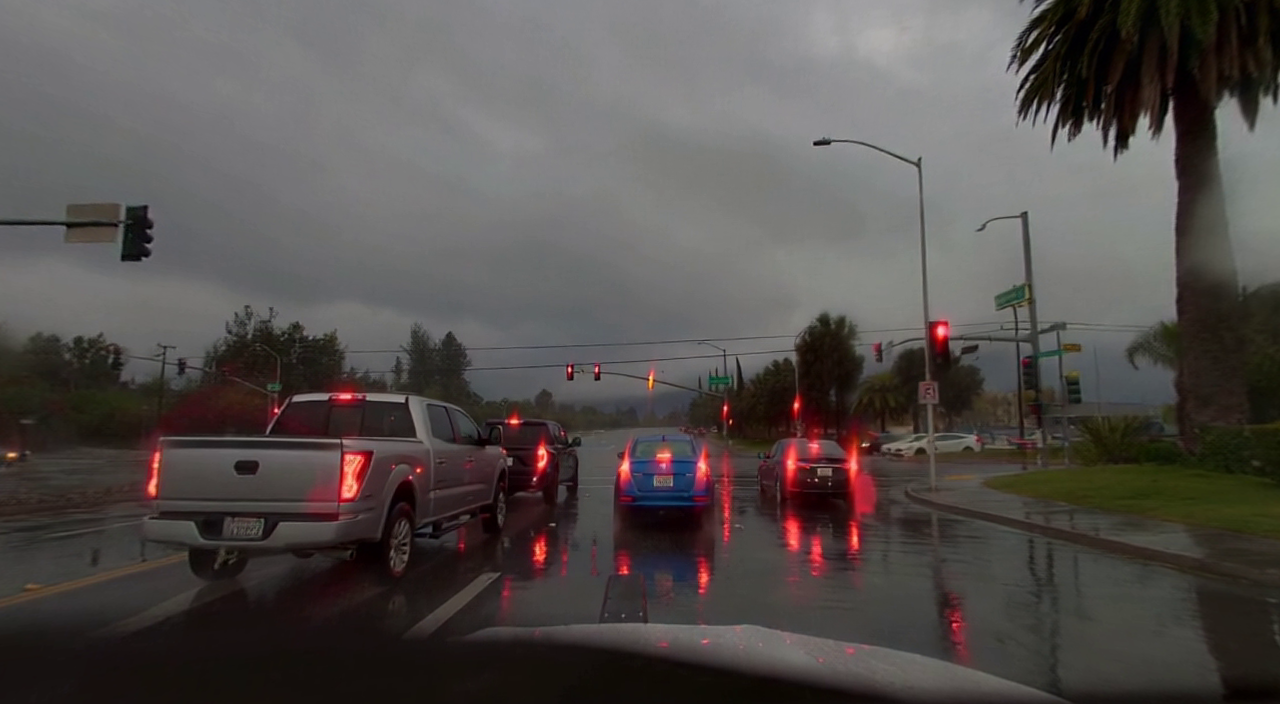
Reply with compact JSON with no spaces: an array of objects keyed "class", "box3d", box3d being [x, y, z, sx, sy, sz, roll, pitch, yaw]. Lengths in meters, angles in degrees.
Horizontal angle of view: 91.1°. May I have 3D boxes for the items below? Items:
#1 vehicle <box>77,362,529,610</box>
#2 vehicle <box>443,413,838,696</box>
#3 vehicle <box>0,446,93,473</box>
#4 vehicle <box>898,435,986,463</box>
[{"class":"vehicle","box3d":[-3.222,1.476,7.921,2.330,1.969,5.626,-1,-8,3]},{"class":"vehicle","box3d":[0.036,1.399,5.529,2.122,1.501,4.152,0,-8,1]},{"class":"vehicle","box3d":[-37.059,6.641,38.876,4.576,1.617,1.937,0,-8,2]},{"class":"vehicle","box3d":[18.823,6.063,39.294,4.466,1.717,1.963,0,-8,2]}]
